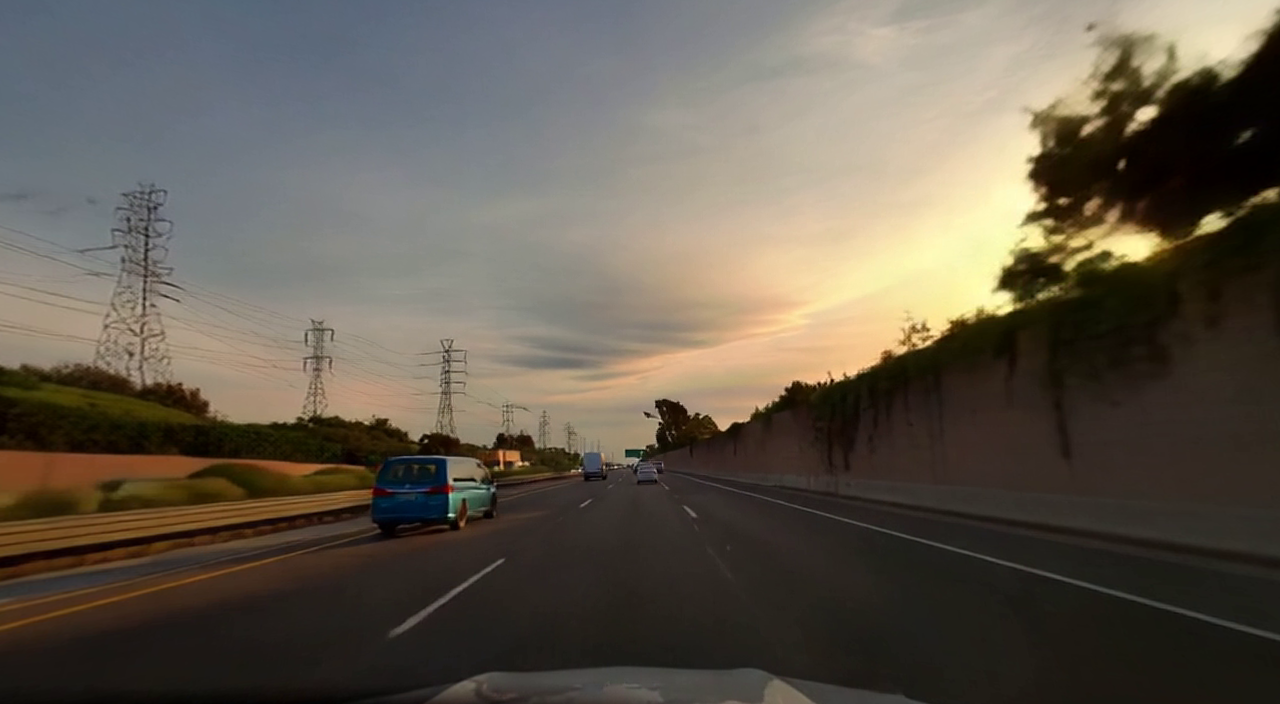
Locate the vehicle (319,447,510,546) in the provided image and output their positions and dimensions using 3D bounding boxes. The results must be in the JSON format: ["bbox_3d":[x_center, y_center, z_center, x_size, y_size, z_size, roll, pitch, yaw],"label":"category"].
[{"bbox_3d":[-4.084,2.732,12.410,2.023,1.541,4.543,0,-10,1],"label":"vehicle"}]

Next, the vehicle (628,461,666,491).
[{"bbox_3d":[0.348,7.031,35.883,2.006,1.554,3.863,1,-10,-1],"label":"vehicle"}]
